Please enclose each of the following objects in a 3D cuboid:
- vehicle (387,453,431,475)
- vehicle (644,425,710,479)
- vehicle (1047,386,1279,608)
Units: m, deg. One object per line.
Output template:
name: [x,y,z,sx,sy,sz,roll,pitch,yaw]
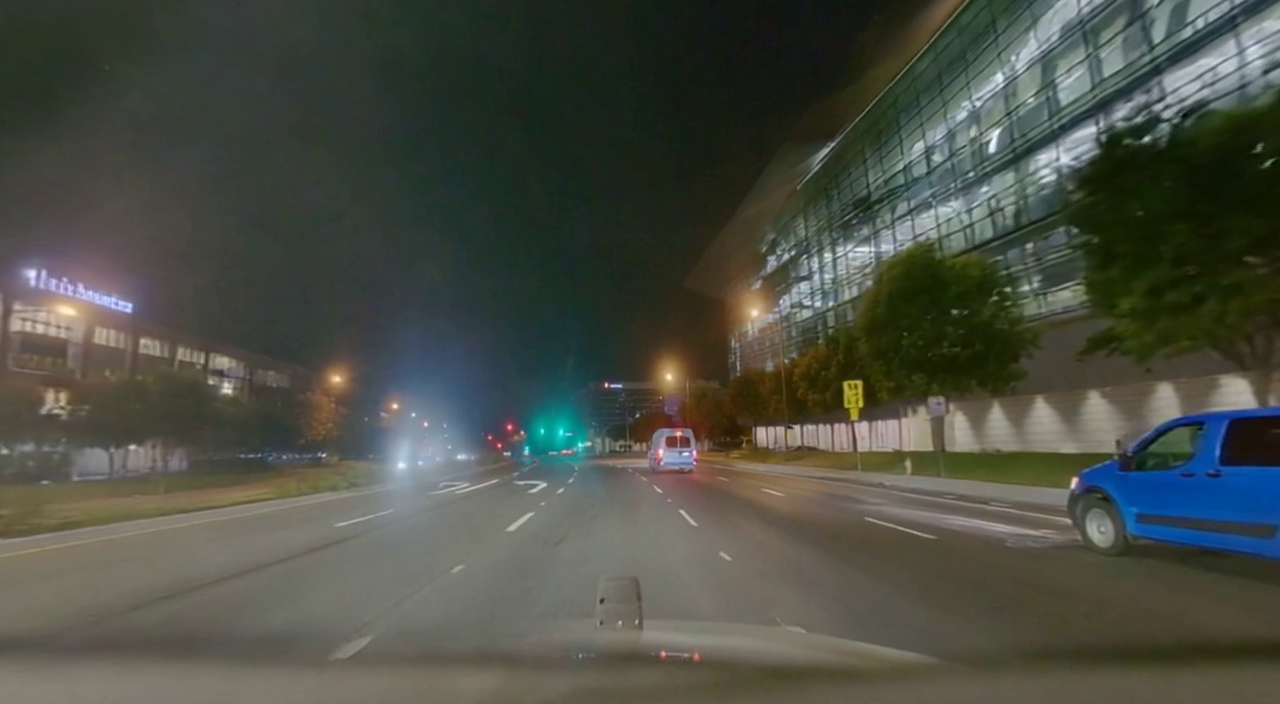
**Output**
vehicle: [-16.947,8.190,46.384,1.893,1.447,4.581,1,-9,-6]
vehicle: [1.596,4.597,29.182,2.339,2.244,4.817,1,-9,-5]
vehicle: [6.004,1.196,5.351,1.992,1.726,4.434,0,-8,-2]
